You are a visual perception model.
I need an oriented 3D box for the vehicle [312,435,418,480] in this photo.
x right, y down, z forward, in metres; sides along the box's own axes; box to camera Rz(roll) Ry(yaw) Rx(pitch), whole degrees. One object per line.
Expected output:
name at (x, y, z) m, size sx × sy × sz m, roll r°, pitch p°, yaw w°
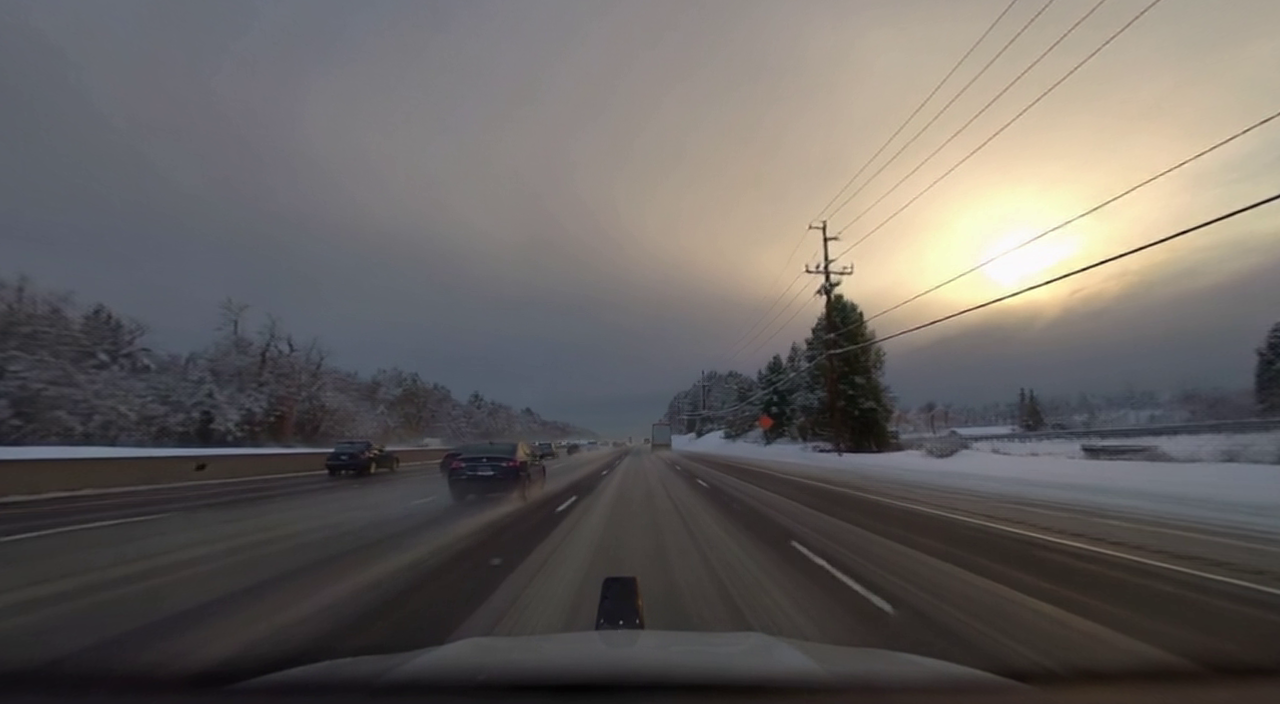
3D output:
vehicle at (-10.838, 4.197, 25.273) m, size 2.058 × 1.621 × 4.739 m, roll 0°, pitch -9°, yaw 1°

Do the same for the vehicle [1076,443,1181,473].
vehicle at (25.901, 5.617, 33.617) m, size 1.818 × 1.470 × 4.404 m, roll 1°, pitch -9°, yaw -6°

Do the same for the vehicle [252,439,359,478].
vehicle at (-14.547, 4.654, 27.772) m, size 2.039 × 1.516 × 4.780 m, roll 0°, pitch -9°, yaw 1°

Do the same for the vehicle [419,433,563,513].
vehicle at (-3.205, 2.730, 14.740) m, size 2.045 × 1.532 × 4.954 m, roll 0°, pitch -9°, yaw 1°
